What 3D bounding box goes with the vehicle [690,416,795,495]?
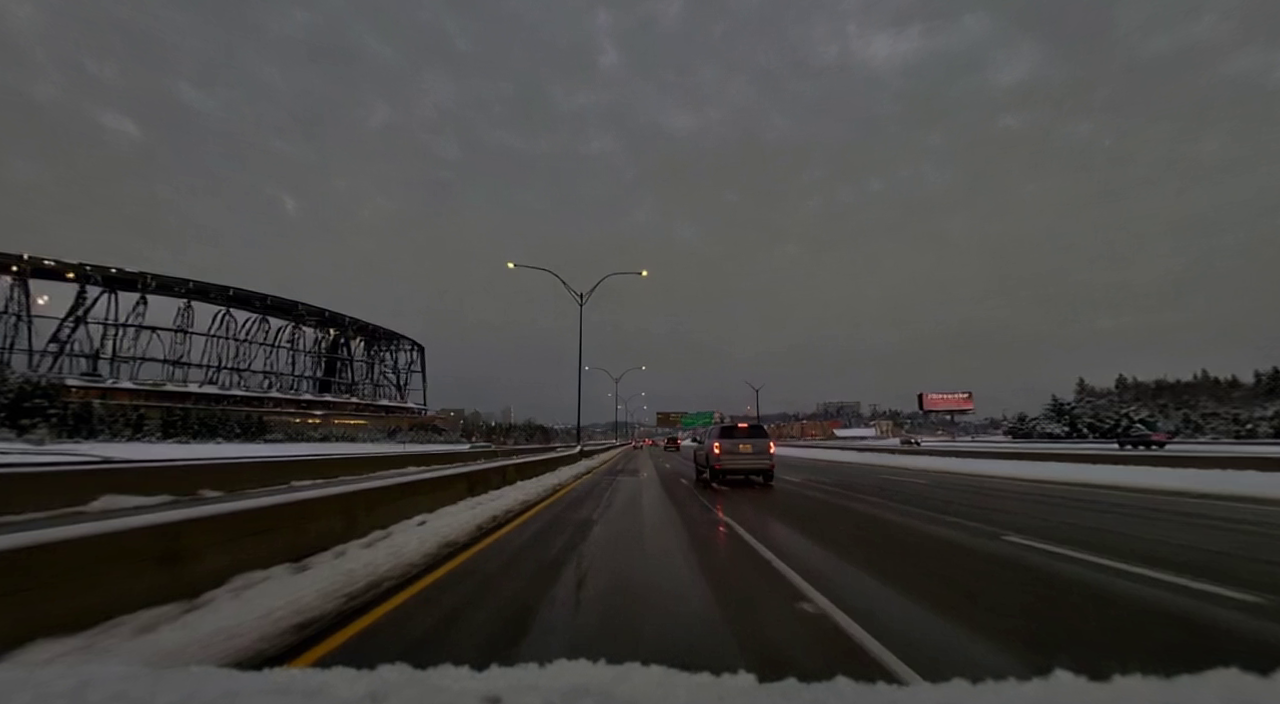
[{"bbox_3d":[2.832,3.036,18.776,2.199,2.002,4.970,0,-8,-1],"label":"vehicle"}]
